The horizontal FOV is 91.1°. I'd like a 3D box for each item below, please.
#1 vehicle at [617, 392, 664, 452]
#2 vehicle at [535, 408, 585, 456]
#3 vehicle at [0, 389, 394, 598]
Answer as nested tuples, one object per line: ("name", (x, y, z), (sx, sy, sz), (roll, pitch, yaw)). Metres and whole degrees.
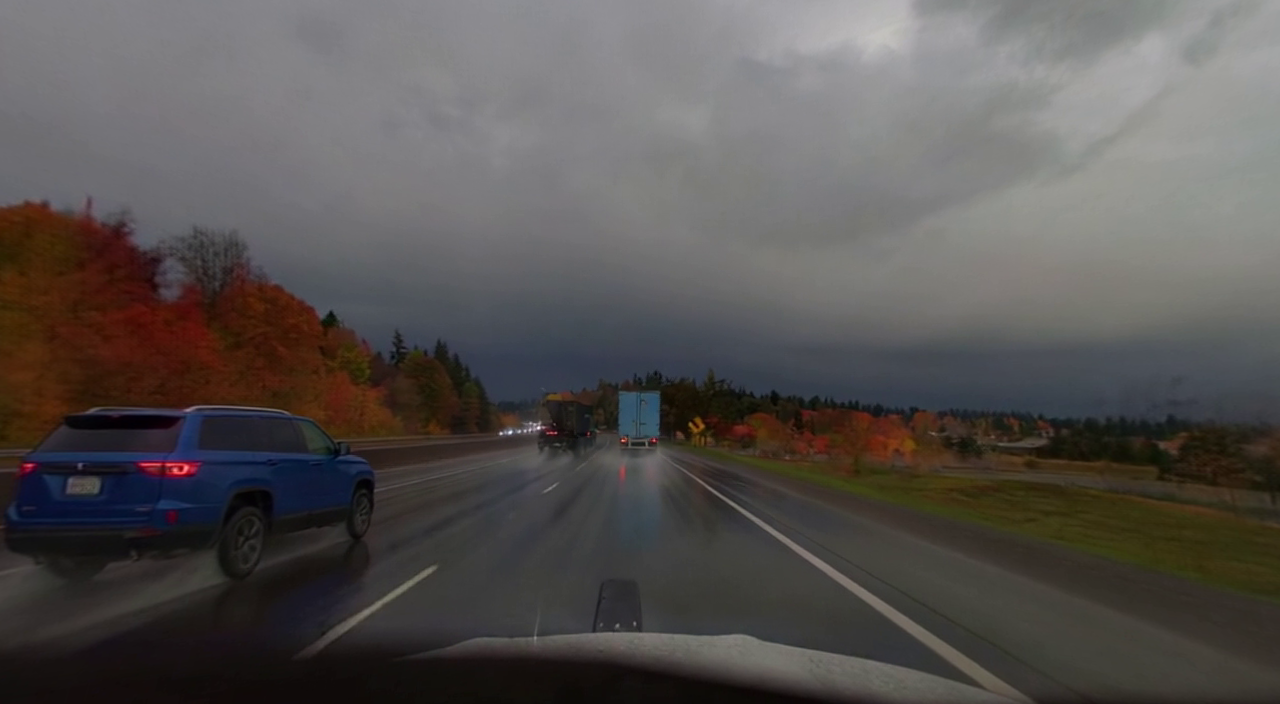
("vehicle", (-0.097, 5.209, 45.806), (3.078, 3.955, 8.774), (0, -8, -2))
("vehicle", (-4.868, 4.991, 39.195), (2.383, 2.726, 5.677), (0, -8, 0))
("vehicle", (-4.820, 1.431, 7.354), (2.089, 1.669, 4.515), (0, -8, -1))
